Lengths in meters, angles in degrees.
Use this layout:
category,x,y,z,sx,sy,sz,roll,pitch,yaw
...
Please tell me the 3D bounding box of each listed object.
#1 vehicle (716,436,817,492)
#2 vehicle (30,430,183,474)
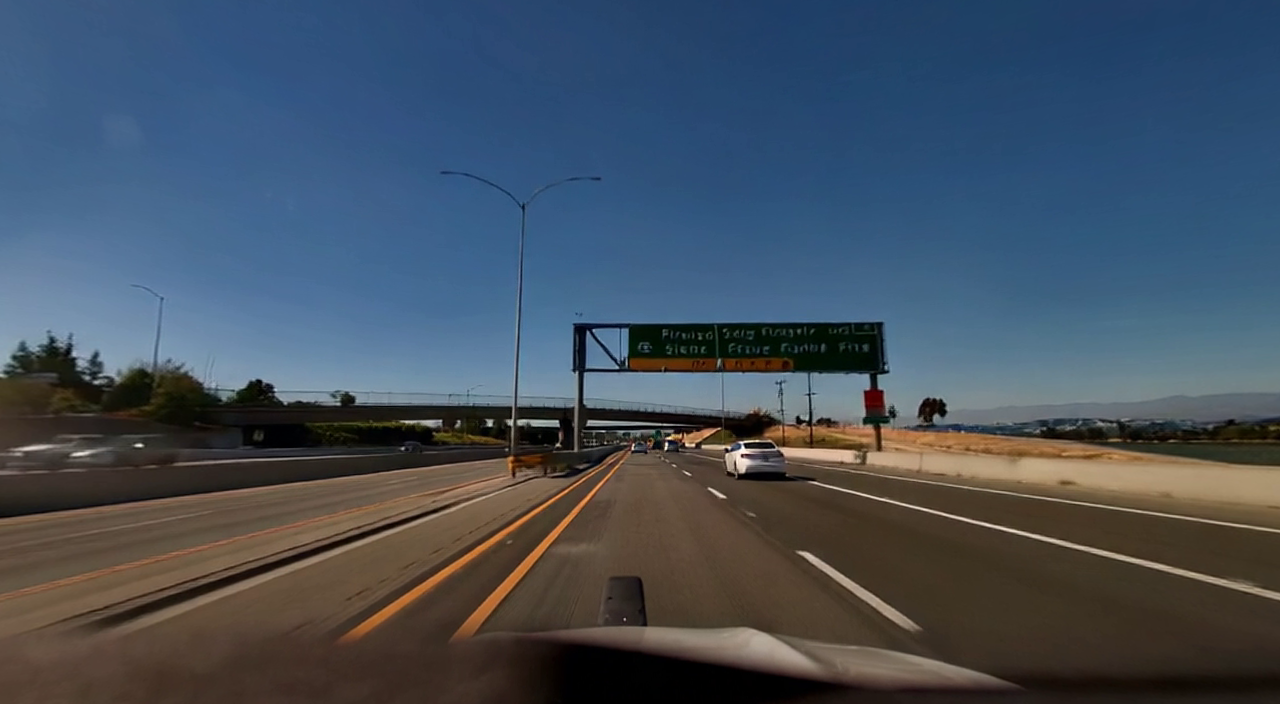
category,x,y,z,sx,sy,sz,roll,pitch,yaw
vehicle,3.625,3.296,18.973,2.091,1.482,4.522,0,-8,0
vehicle,-19.600,3.683,23.417,1.938,1.456,4.255,0,-8,0
